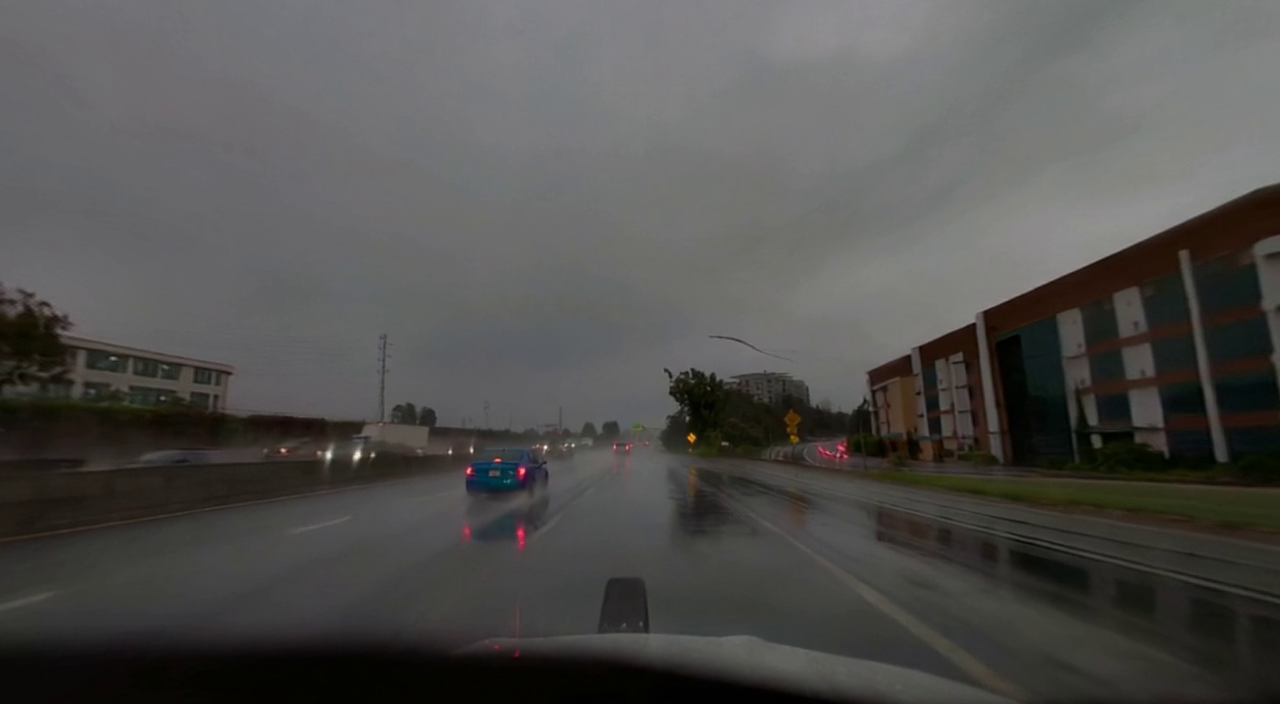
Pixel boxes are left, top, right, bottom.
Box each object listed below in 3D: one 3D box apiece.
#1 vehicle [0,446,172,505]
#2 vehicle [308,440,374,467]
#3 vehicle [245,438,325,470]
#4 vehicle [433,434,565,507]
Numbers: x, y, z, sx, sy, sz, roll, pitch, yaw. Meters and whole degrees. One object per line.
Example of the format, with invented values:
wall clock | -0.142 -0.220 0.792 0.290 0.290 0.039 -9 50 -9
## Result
vehicle | -16.802 3.550 18.672 1.980 1.500 4.894 0 -9 2
vehicle | -20.232 6.886 42.920 2.045 1.748 4.757 0 -9 1
vehicle | -23.915 6.913 42.775 2.198 2.010 5.484 0 -9 1
vehicle | -3.371 2.960 16.280 2.144 1.565 4.951 0 -9 1
